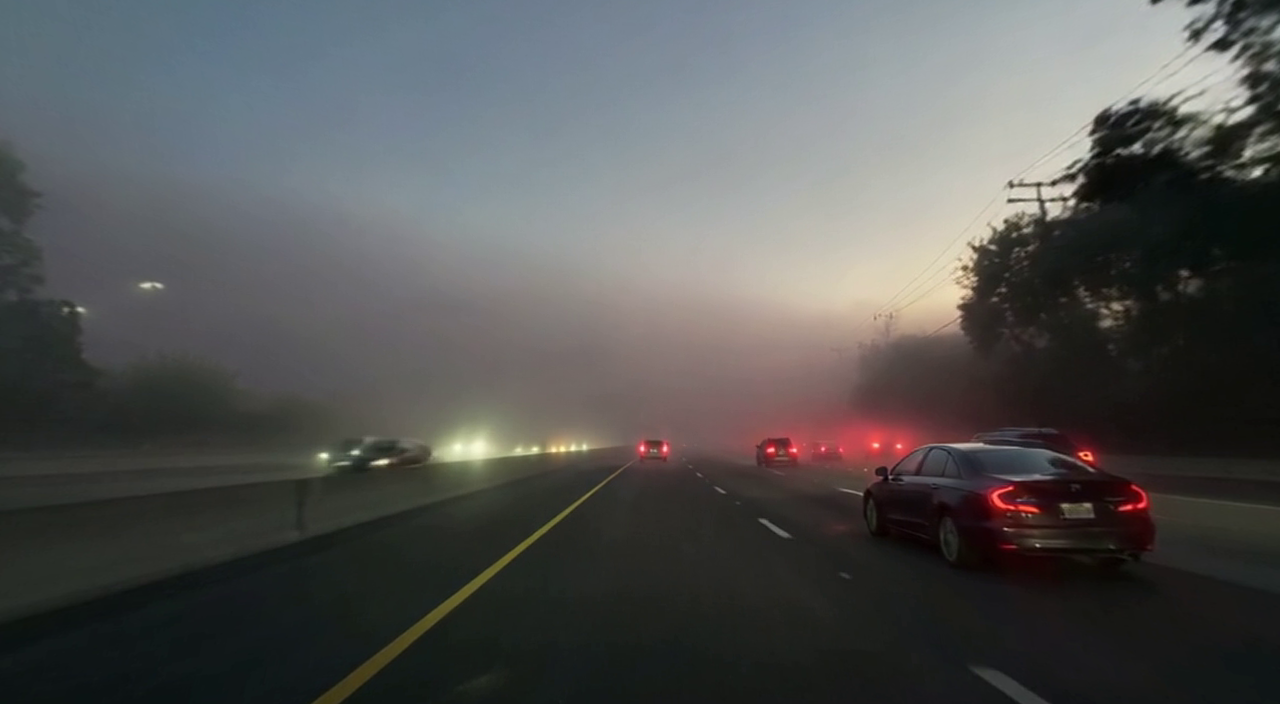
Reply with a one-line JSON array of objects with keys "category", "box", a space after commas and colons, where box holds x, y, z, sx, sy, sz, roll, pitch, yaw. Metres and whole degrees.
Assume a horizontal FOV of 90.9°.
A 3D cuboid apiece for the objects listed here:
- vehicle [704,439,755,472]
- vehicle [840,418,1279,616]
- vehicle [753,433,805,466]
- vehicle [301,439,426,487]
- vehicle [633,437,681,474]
[{"category": "vehicle", "box": [4.267, 5.023, 30.746, 1.936, 1.465, 4.060, 0, -8, 1]}, {"category": "vehicle", "box": [3.959, 1.571, 7.024, 1.986, 1.478, 4.429, 0, -8, 0]}, {"category": "vehicle", "box": [8.145, 5.734, 37.341, 2.041, 1.821, 4.562, 0, -8, 0]}, {"category": "vehicle", "box": [-9.587, 3.863, 22.409, 2.108, 1.501, 4.726, 0, -8, 3]}, {"category": "vehicle", "box": [0.741, 4.728, 28.968, 2.042, 1.581, 3.769, 0, -8, 0]}]
